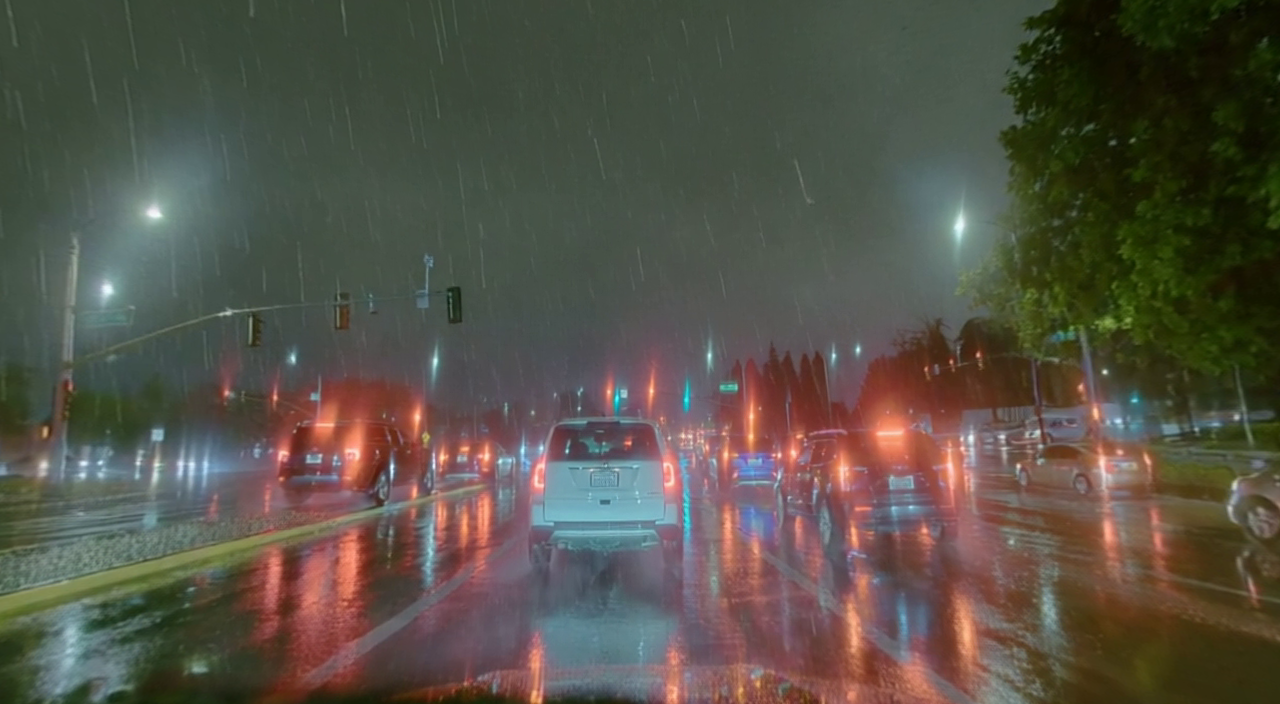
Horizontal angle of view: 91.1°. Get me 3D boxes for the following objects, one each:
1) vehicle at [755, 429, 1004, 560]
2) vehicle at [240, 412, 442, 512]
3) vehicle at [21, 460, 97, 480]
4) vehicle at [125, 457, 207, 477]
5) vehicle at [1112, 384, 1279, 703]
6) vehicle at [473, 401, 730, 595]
[{"bbox_3d":[3.158,1.966,9.477,1.971,1.473,4.495,0,-8,0],"label":"vehicle"},{"bbox_3d":[-6.728,2.547,14.995,2.214,1.953,5.017,0,-8,1],"label":"vehicle"},{"bbox_3d":[-45.695,9.262,49.405,4.232,1.498,1.791,0,-8,1],"label":"vehicle"},{"bbox_3d":[-37.317,9.027,49.476,4.914,1.487,1.850,0,-8,0],"label":"vehicle"},{"bbox_3d":[3.305,0.667,0.826,1.980,1.515,4.362,0,-8,1],"label":"vehicle"},{"bbox_3d":[-0.322,1.586,7.625,2.256,1.694,4.055,0,-8,0],"label":"vehicle"}]
